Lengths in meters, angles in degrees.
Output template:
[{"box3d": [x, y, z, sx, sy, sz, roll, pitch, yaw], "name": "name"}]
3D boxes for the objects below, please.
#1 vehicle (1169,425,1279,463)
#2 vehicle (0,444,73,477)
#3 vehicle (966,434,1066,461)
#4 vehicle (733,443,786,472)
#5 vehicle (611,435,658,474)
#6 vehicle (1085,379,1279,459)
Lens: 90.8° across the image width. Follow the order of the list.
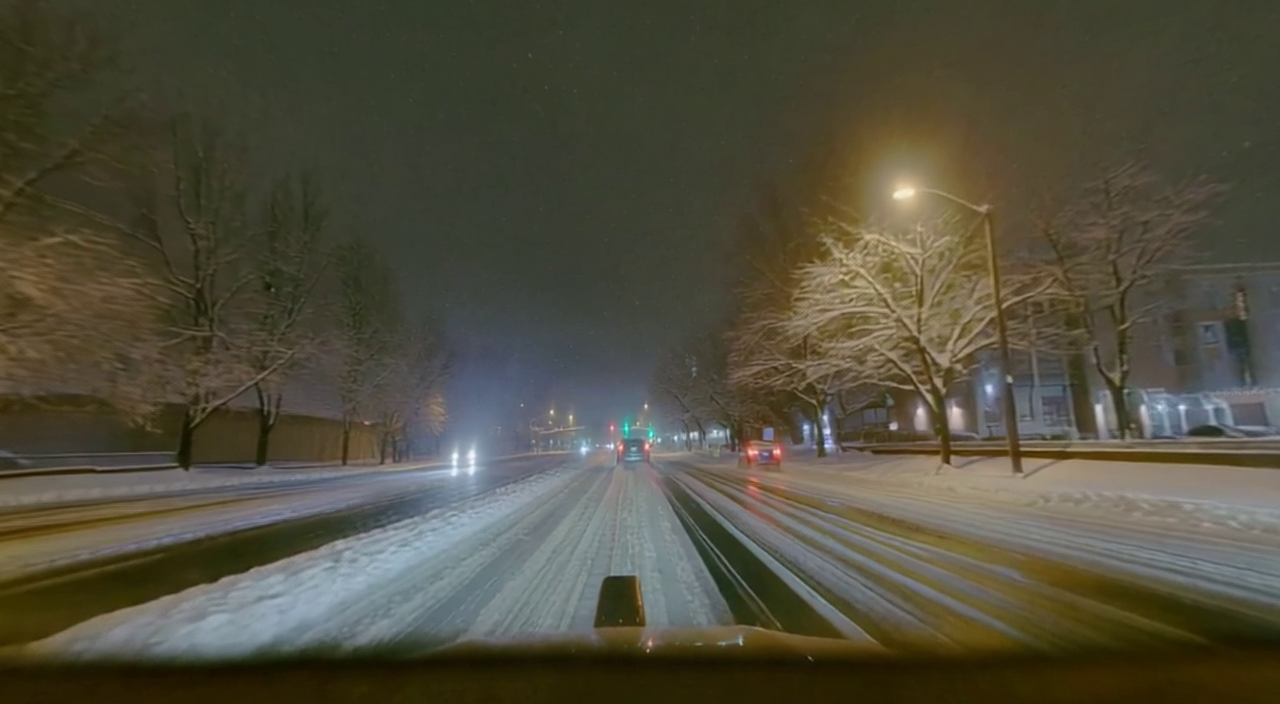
[{"box3d": [23.285, 3.592, 24.604, 3.651, 1.409, 1.857, 0, -8, 0], "name": "vehicle"}, {"box3d": [-43.315, 7.499, 43.373, 6.003, 2.112, 2.404, 0, -10, -9], "name": "vehicle"}, {"box3d": [20.849, 5.289, 35.119, 4.249, 1.420, 2.039, 0, -8, -2], "name": "vehicle"}, {"box3d": [6.797, 6.037, 36.370, 2.029, 1.548, 4.422, 0, -8, -2], "name": "vehicle"}, {"box3d": [-0.306, 5.164, 31.967, 2.227, 1.794, 4.457, 0, -8, -1], "name": "vehicle"}, {"box3d": [23.984, 2.942, 27.311, 7.258, 3.283, 2.680, 0, -8, 0], "name": "vehicle"}]
